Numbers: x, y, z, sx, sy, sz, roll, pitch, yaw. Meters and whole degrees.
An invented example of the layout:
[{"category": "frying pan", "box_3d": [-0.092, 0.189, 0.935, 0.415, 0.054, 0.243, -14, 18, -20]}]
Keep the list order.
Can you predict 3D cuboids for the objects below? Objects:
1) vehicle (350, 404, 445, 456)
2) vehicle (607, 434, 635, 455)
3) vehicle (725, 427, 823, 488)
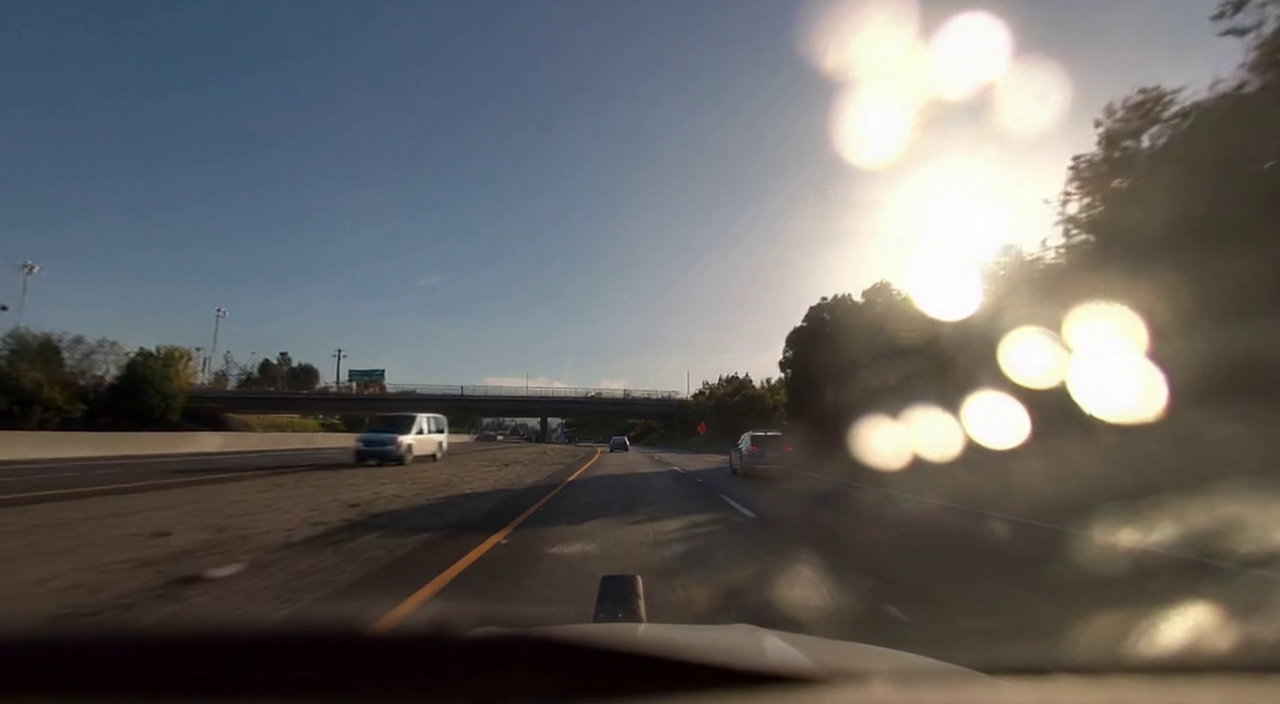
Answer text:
[{"category": "vehicle", "box_3d": [-9.442, 3.115, 24.945, 2.004, 1.828, 4.709, 1, -8, -2]}, {"category": "vehicle", "box_3d": [-1.464, 6.954, 47.364, 1.998, 1.512, 3.735, 1, -8, -3]}, {"category": "vehicle", "box_3d": [3.598, 2.882, 17.562, 1.852, 1.513, 3.652, 1, -8, -2]}]
